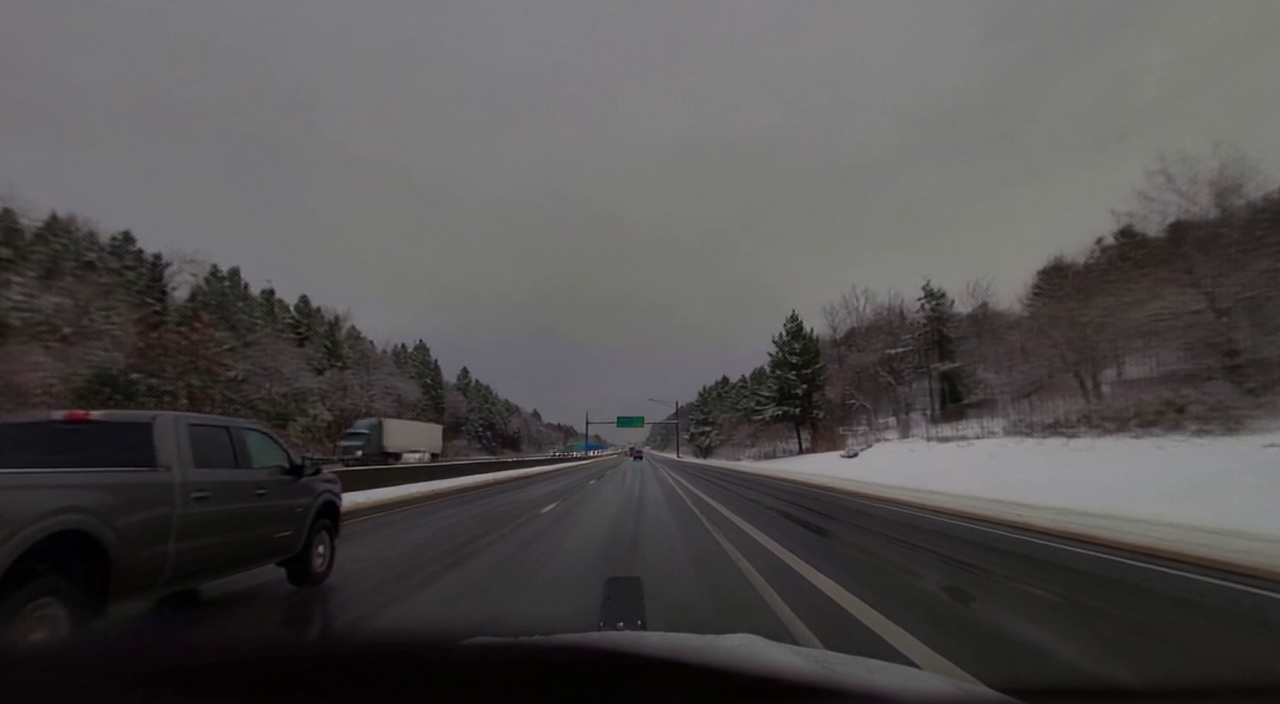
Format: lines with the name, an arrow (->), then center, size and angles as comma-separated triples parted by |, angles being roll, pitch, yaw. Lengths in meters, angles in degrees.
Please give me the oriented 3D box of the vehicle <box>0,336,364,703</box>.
vehicle -> -4.019, 1.047, 3.940 | 2.214, 1.872, 5.179 | 0, -9, 0
